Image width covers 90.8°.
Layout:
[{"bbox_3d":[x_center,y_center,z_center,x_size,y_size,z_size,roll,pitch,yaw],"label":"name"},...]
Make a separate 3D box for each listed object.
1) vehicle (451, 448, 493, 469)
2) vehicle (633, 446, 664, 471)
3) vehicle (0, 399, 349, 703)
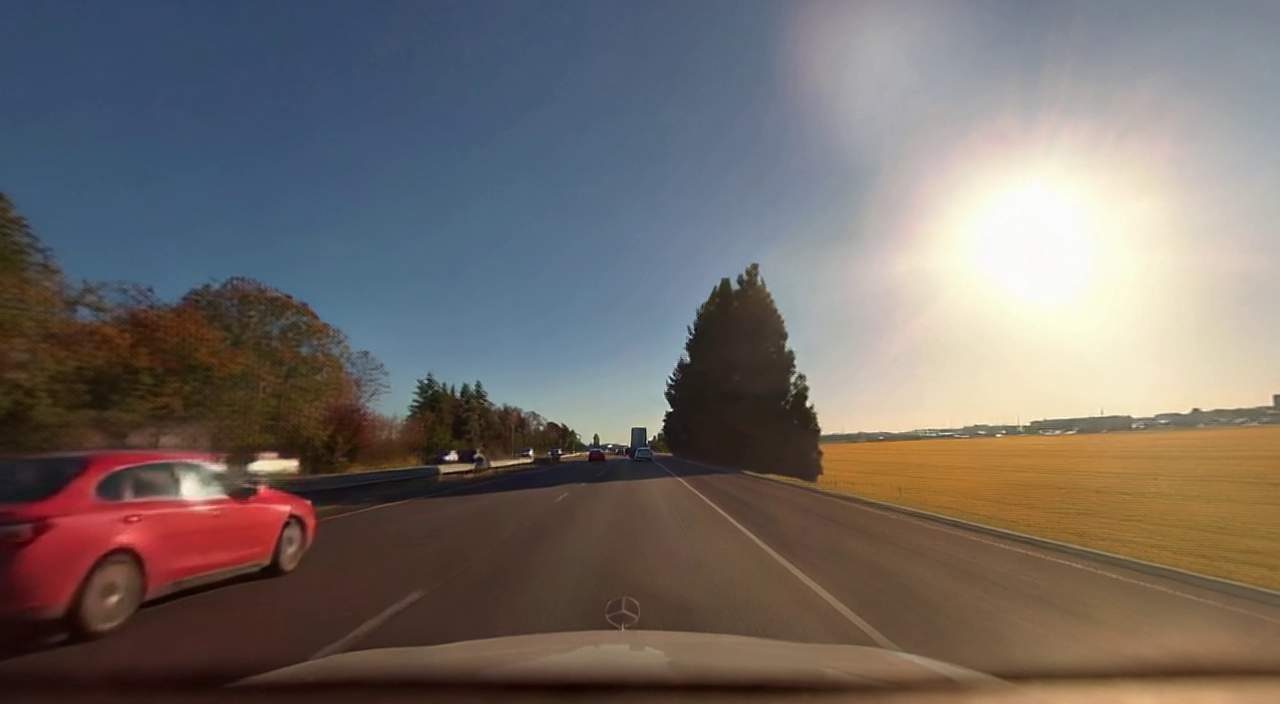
[{"bbox_3d":[-12.809,8.138,48.257,1.965,1.523,4.502,0,-9,0],"label":"vehicle"},{"bbox_3d":[0.526,7.141,42.389,1.992,1.593,3.937,0,-9,-1],"label":"vehicle"},{"bbox_3d":[-4.252,1.281,4.794,2.172,1.548,3.953,0,-9,0],"label":"vehicle"}]
